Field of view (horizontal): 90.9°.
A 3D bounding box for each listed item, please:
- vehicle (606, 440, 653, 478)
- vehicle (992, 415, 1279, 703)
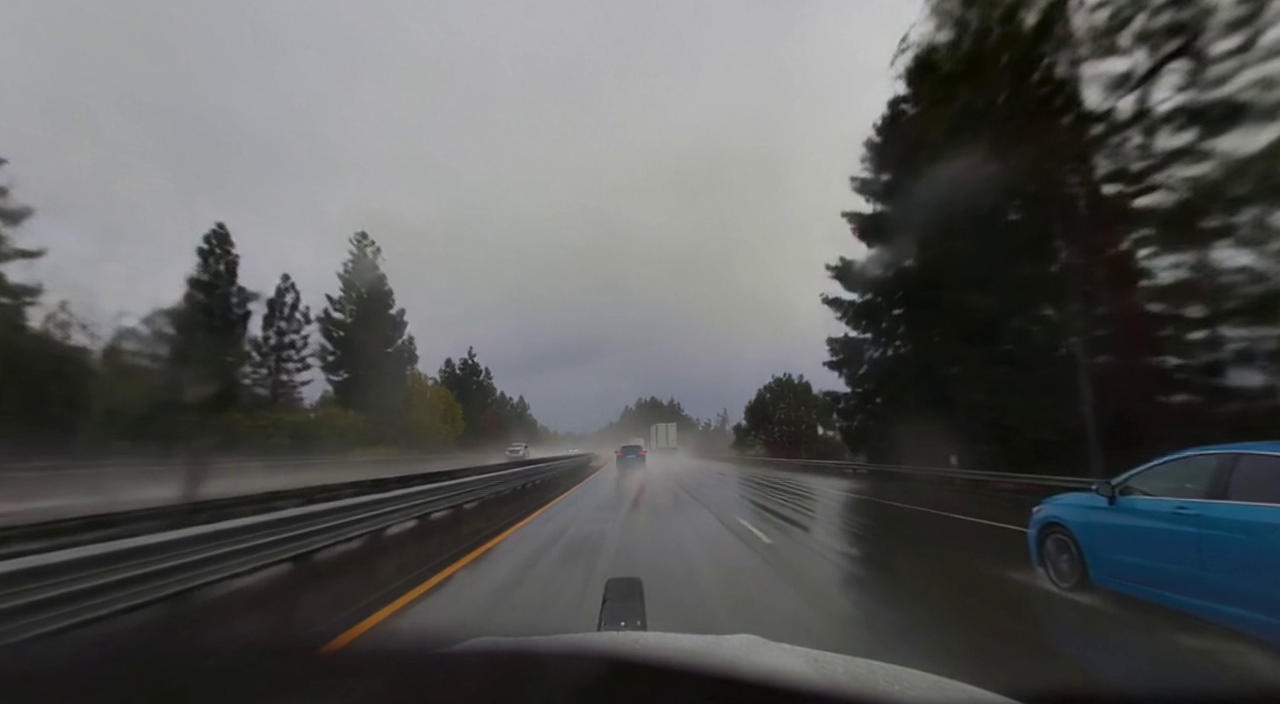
[{"bbox_3d":[-0.512,5.224,31.013,2.190,1.706,4.062,0,-9,-1],"label":"vehicle"},{"bbox_3d":[4.154,1.120,3.730,1.917,1.421,3.759,0,-9,0],"label":"vehicle"}]
